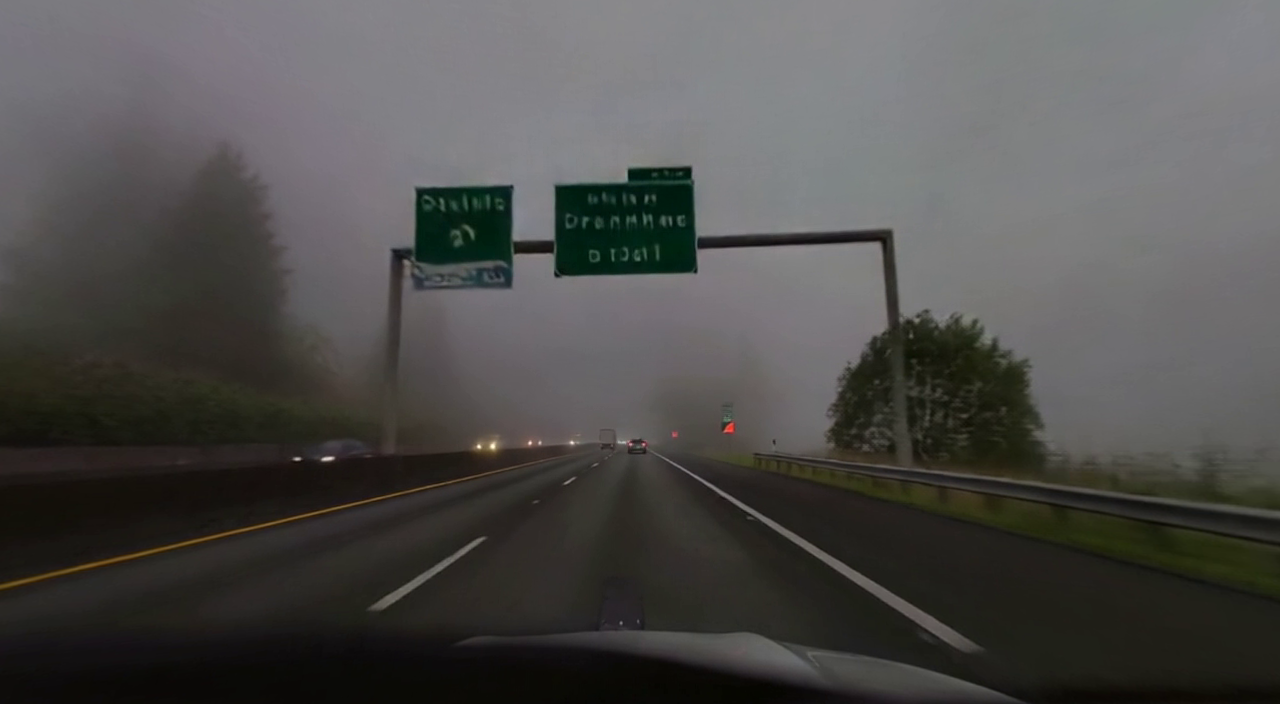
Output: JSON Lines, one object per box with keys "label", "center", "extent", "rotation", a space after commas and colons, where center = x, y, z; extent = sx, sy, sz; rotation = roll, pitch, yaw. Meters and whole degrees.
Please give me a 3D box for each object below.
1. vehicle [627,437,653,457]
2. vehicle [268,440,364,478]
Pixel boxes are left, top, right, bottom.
{"label": "vehicle", "center": [-0.009, 7.483, 49.739], "extent": [2.030, 1.523, 4.114], "rotation": [0, -8, 0]}
{"label": "vehicle", "center": [-14.617, 4.810, 28.744], "extent": [1.903, 1.549, 4.611], "rotation": [0, -8, 0]}
